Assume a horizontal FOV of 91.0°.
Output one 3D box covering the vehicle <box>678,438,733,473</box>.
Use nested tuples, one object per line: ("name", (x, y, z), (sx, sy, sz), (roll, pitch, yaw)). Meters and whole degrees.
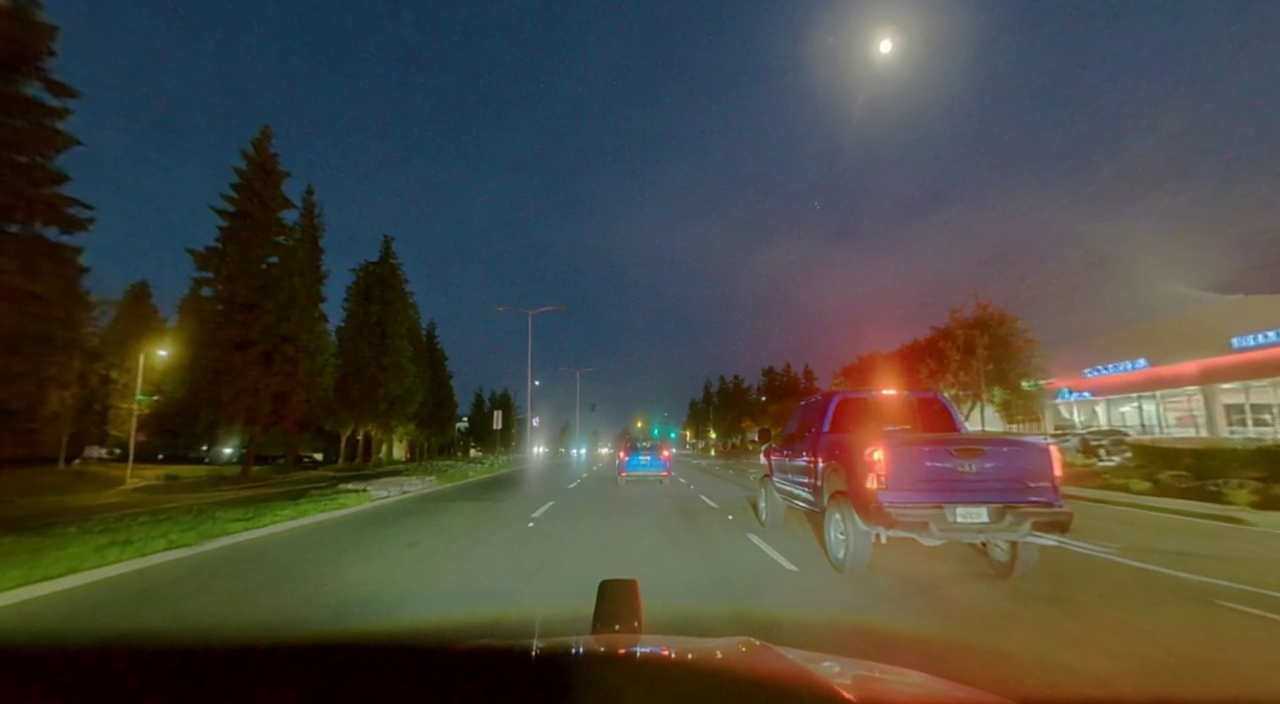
("vehicle", (2.981, 4.808, 29.460), (1.970, 1.464, 4.249), (0, -8, -2))

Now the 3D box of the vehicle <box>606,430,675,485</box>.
("vehicle", (-0.039, 3.552, 21.468), (2.145, 1.650, 4.021), (0, -8, -2))

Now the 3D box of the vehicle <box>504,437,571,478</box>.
("vehicle", (-3.993, 4.197, 25.259), (1.960, 1.475, 4.161), (0, -8, 0))

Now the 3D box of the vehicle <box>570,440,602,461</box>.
("vehicle", (-4.030, 7.495, 47.838), (1.959, 1.482, 4.701), (0, -9, 0))

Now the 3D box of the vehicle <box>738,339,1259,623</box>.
("vehicle", (3.137, 1.378, 7.761), (2.731, 2.101, 6.047), (0, -8, -2))
